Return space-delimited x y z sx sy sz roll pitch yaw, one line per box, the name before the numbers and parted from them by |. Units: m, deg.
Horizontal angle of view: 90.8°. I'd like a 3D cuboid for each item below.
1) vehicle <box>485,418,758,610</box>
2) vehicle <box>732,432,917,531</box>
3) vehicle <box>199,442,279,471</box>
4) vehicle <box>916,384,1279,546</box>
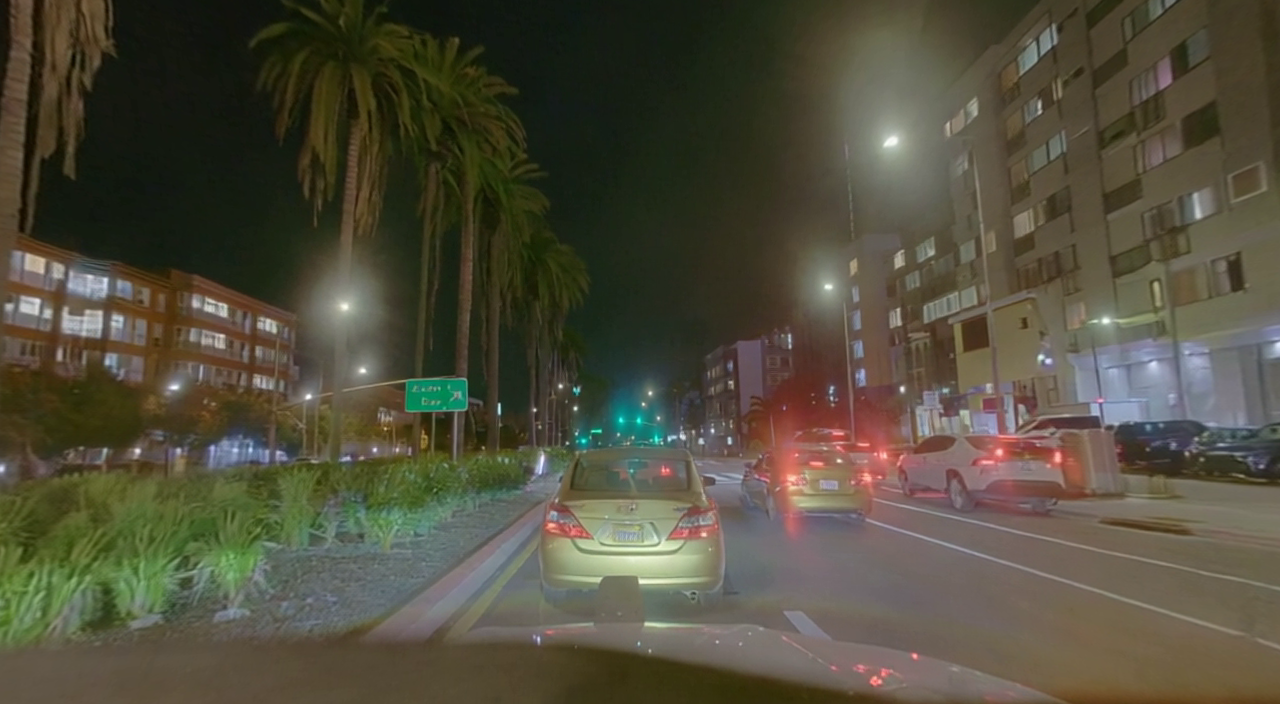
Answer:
vehicle | -0.159 1.581 7.035 2.158 1.498 3.919 0 -8 0
vehicle | 3.081 2.263 11.671 1.925 1.451 4.436 0 -8 -2
vehicle | -28.344 7.376 44.893 2.115 1.884 5.481 0 -8 0
vehicle | 7.176 1.858 10.970 2.254 2.072 5.577 0 -8 1
